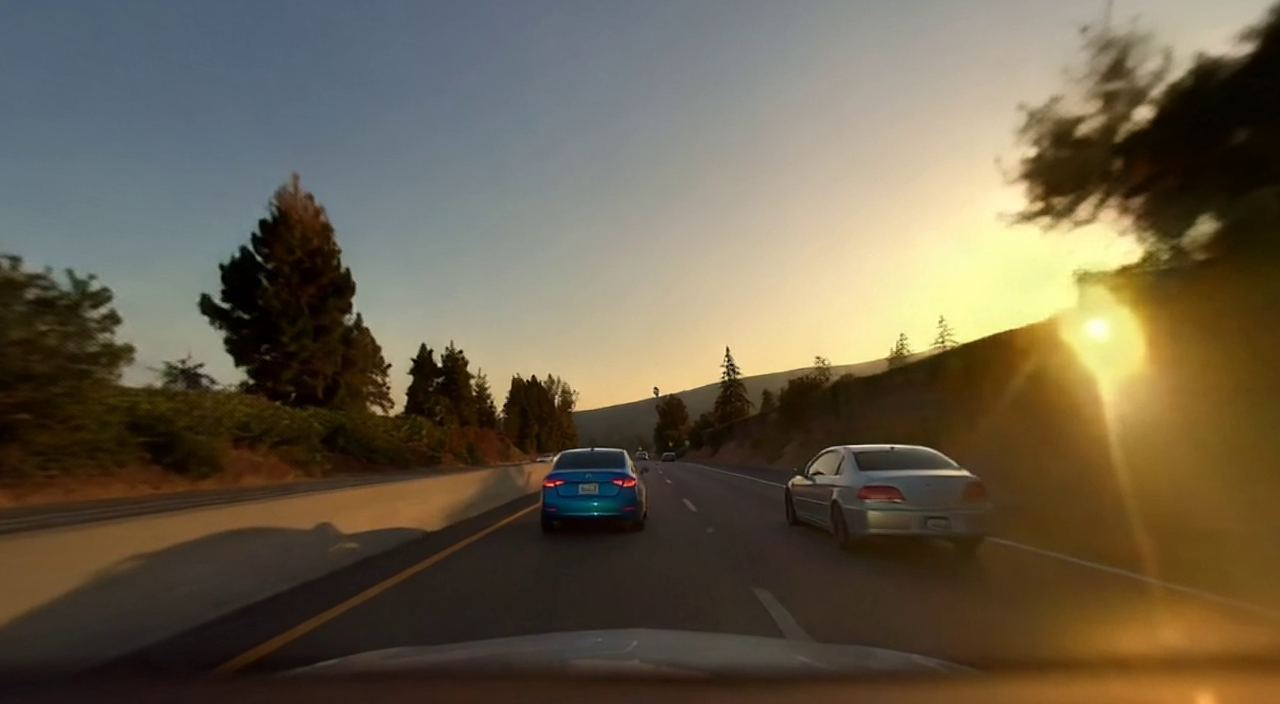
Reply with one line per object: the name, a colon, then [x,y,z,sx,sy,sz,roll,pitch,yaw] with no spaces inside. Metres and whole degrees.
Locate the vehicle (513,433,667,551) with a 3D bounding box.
vehicle: [-0.661,2.231,10.680,2.083,1.548,4.251,-1,-9,0]

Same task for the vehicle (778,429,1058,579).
vehicle: [3.364,1.906,8.639,2.021,1.533,4.014,-1,-9,1]
